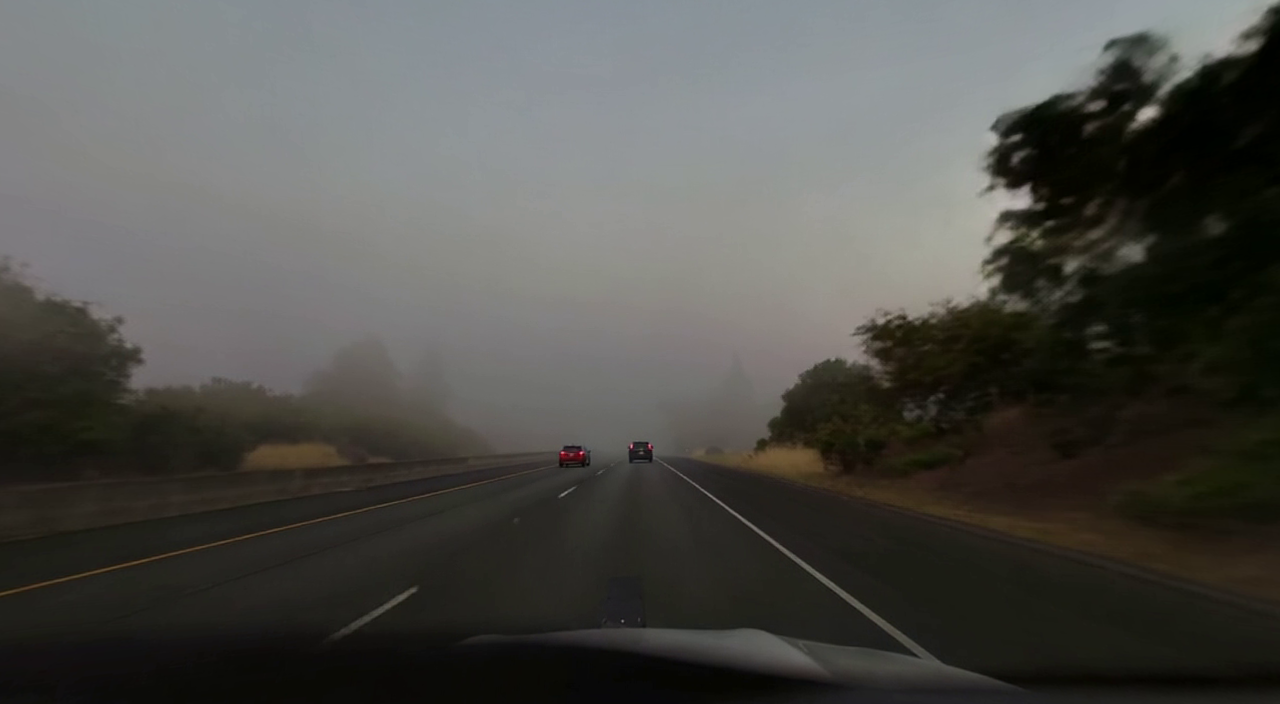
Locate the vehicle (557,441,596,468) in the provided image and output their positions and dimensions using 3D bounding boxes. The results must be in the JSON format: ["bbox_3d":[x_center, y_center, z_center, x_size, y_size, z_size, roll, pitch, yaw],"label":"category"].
[{"bbox_3d":[-4.200,6.841,42.185,2.113,1.656,4.215,0,-9,0],"label":"vehicle"}]

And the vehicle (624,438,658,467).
[{"bbox_3d":[0.056,6.593,41.338,2.126,1.786,3.958,0,-9,-1],"label":"vehicle"}]
